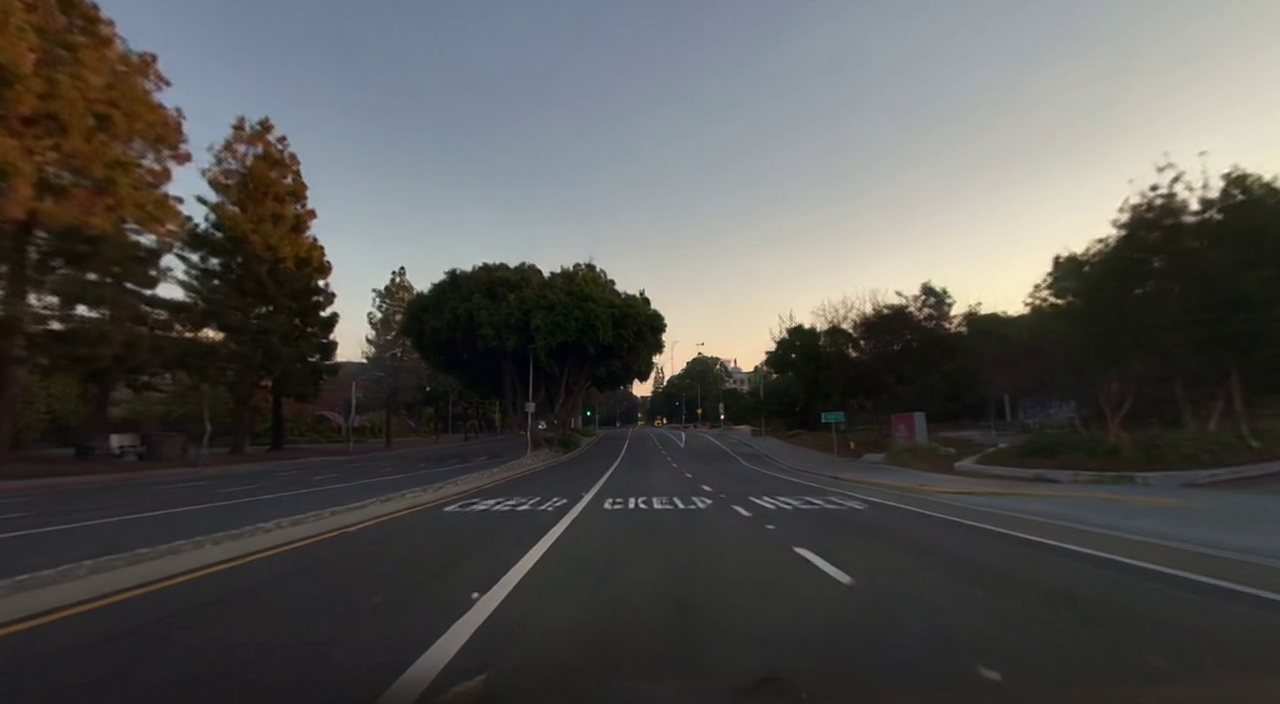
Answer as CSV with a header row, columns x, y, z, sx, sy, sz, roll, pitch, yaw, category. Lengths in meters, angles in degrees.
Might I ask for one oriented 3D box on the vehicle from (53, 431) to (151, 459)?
x,y,z,sx,sy,sz,roll,pitch,yaw,category
-33.539,5.826,39.462,4.322,1.564,2.204,0,-10,8,vehicle
